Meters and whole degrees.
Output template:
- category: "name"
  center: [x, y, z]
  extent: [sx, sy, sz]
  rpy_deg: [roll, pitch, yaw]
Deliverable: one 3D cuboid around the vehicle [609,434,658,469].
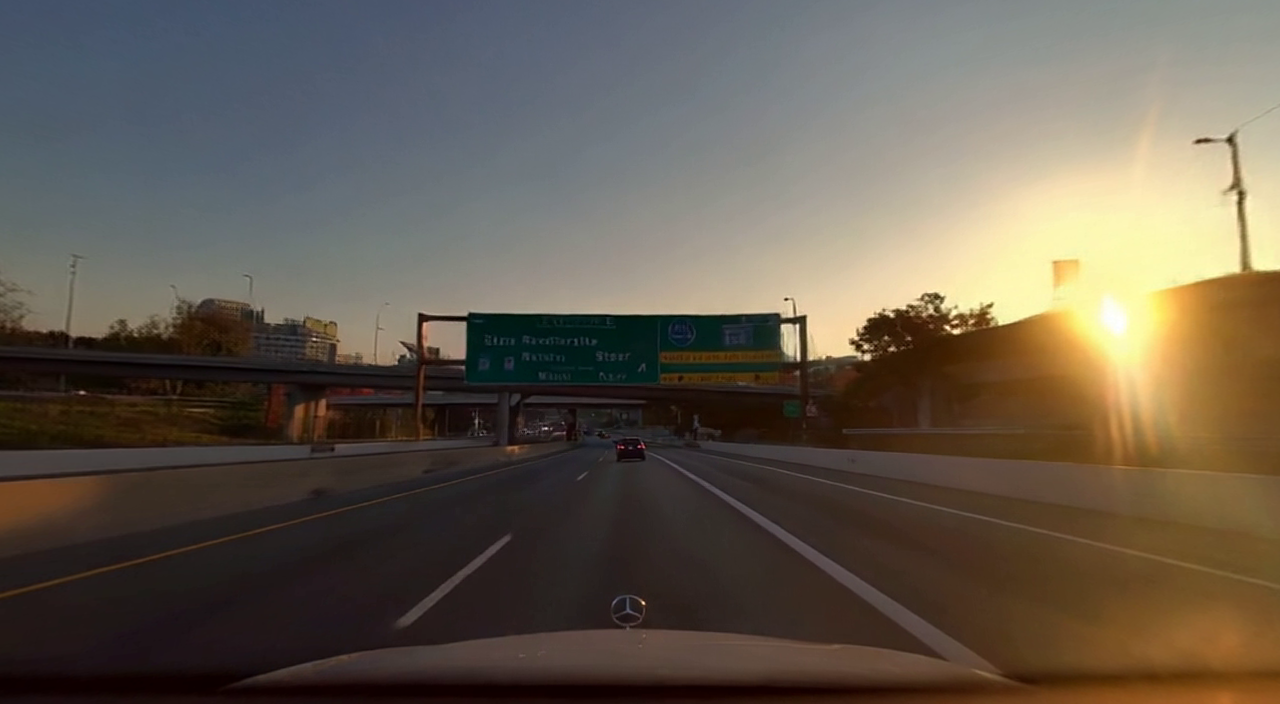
- category: "vehicle"
  center: [-0.287, 4.718, 29.954]
  extent: [2.130, 1.512, 4.057]
  rpy_deg: [0, -8, 0]
